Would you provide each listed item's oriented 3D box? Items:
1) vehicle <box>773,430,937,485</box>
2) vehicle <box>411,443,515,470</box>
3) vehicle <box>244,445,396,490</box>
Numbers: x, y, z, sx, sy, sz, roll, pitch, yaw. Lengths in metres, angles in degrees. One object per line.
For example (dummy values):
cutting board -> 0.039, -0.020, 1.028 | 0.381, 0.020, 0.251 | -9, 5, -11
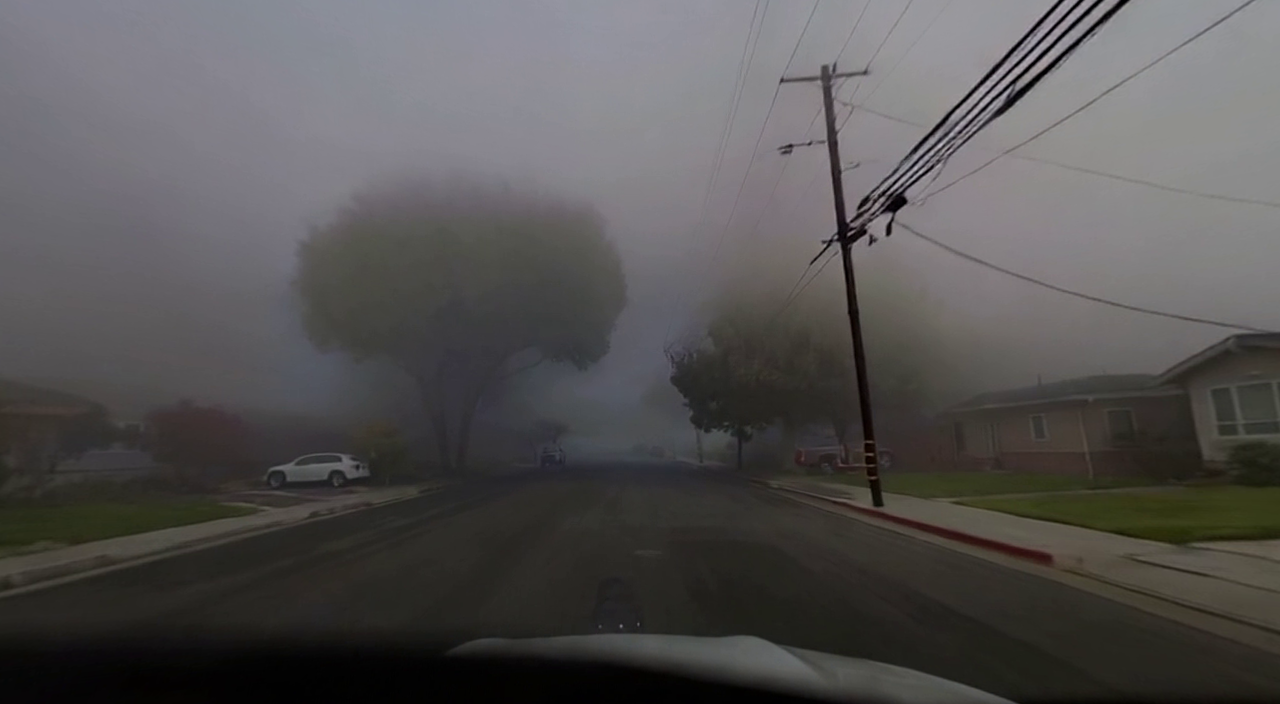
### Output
vehicle -> 8.854, 4.358, 26.445 | 5.890, 1.896, 2.459 | -2, -7, -2
vehicle -> -12.494, 7.413, 45.016 | 6.619, 1.759, 2.632 | 0, -8, -3
vehicle -> -11.356, 4.116, 22.717 | 4.371, 1.482, 1.954 | 0, -9, -3
